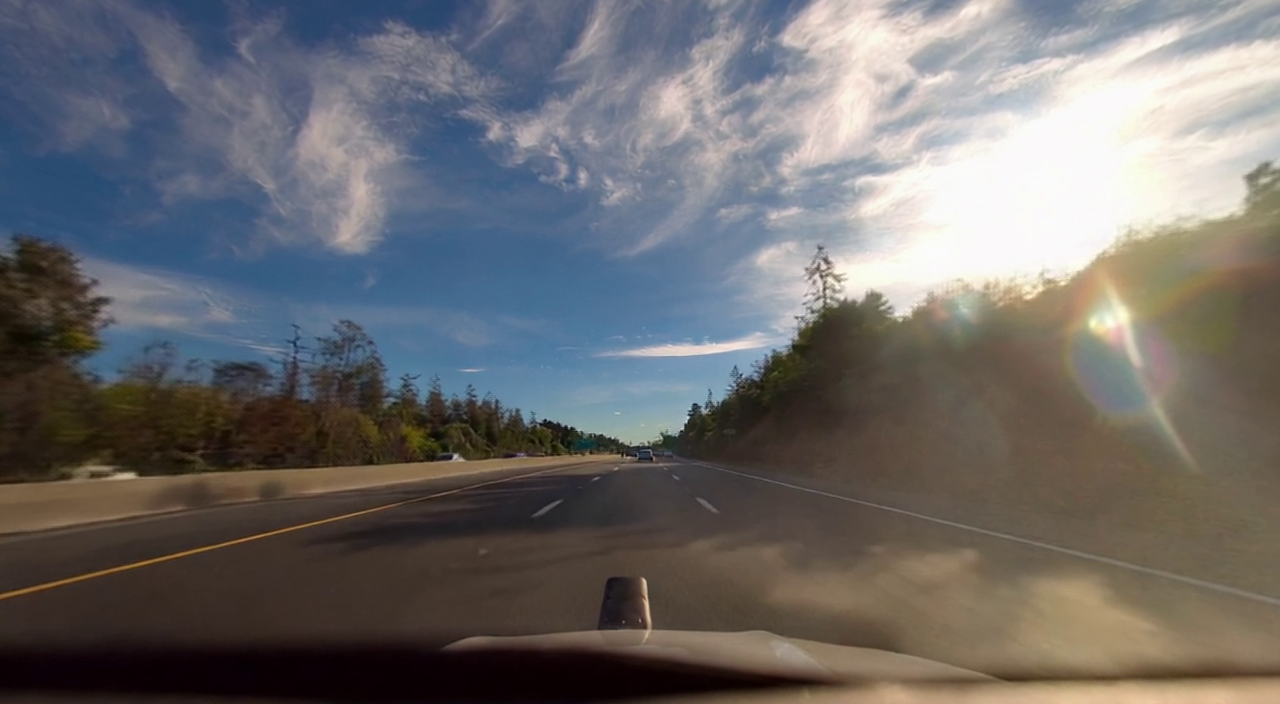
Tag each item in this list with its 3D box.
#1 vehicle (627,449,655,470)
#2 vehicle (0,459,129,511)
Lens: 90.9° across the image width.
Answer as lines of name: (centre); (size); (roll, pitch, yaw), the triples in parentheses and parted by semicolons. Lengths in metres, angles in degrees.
vehicle: (0.058, 8.094, 47.612); (1.964, 1.483, 4.016); (0, -9, -1)
vehicle: (-19.983, 4.369, 21.141); (1.826, 1.477, 4.521); (0, -9, 1)
